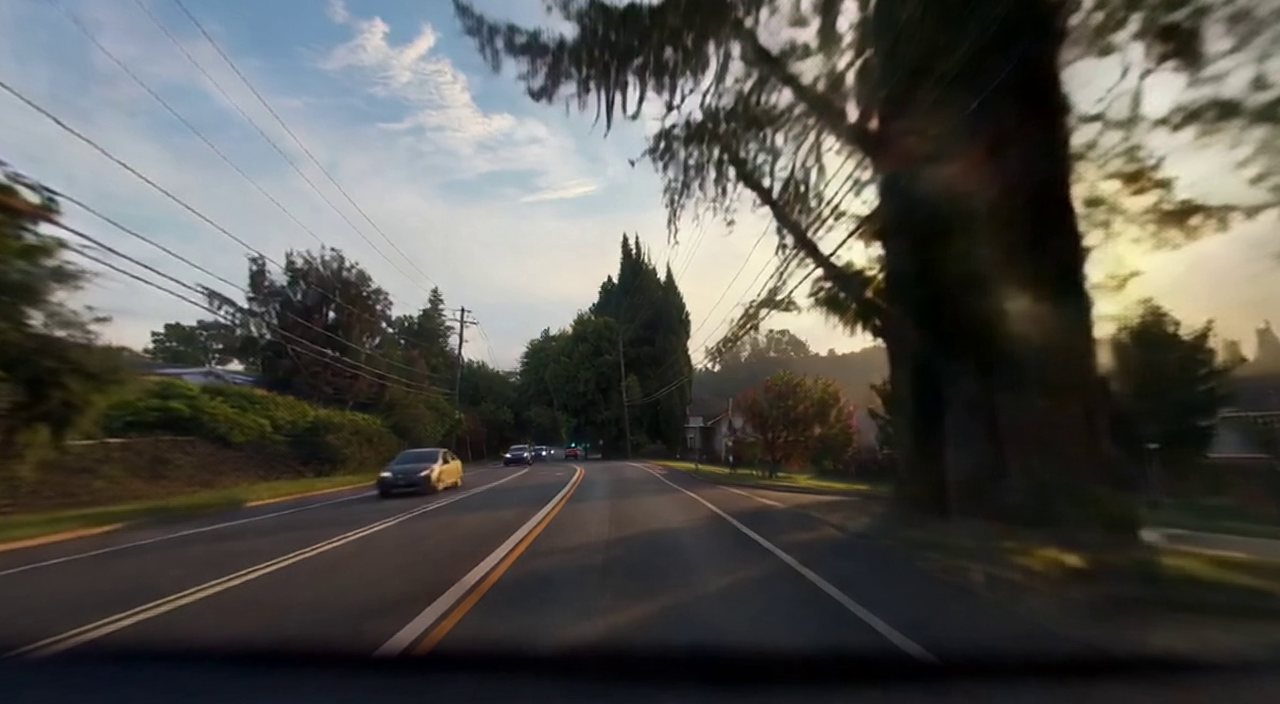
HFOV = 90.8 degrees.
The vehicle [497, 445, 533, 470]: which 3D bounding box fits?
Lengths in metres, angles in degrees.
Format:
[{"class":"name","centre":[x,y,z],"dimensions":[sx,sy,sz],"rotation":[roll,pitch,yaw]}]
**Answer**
[{"class":"vehicle","centre":[-9.094,7.675,46.294],"dimensions":[2.116,1.672,4.438],"rotation":[1,-8,-5]}]

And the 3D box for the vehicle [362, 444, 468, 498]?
[{"class":"vehicle","centre":[-6.869,3.633,19.816],"dimensions":[1.883,1.474,4.450],"rotation":[0,-8,-3]}]
